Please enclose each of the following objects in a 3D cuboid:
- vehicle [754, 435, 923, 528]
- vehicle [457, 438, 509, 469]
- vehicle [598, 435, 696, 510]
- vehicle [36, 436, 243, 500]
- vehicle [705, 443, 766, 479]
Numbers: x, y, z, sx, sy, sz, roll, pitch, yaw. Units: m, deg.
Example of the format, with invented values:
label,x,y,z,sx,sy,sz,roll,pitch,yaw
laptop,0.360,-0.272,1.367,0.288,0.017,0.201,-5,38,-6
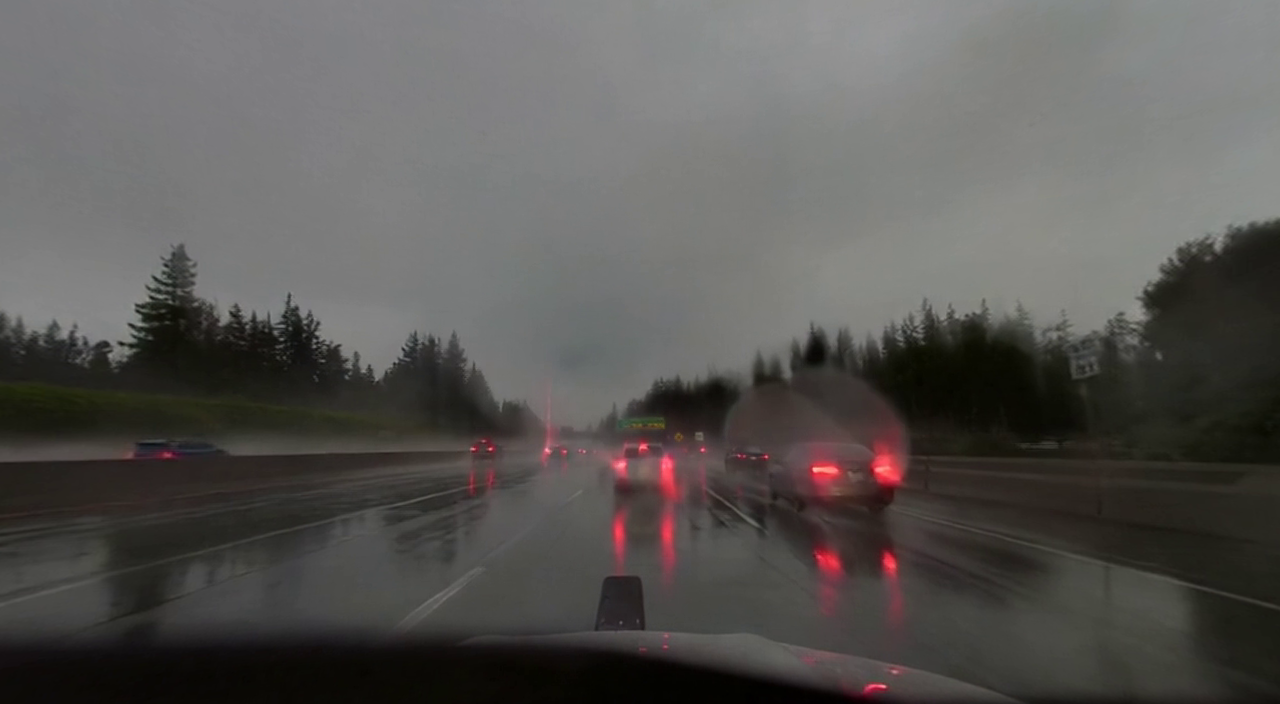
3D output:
label,x,y,z,sx,sy,sz,roll,pitch,yaw
vehicle,3.658,2.457,12.501,2.044,1.523,3.947,0,-9,0
vehicle,-9.936,6.460,40.263,1.978,1.821,4.975,0,-9,1
vehicle,0.160,2.817,15.149,2.044,1.554,3.824,0,-9,0
vehicle,-14.468,3.363,18.720,2.055,1.613,4.955,0,-9,0
vehicle,4.238,4.929,28.756,2.002,1.499,4.710,0,-9,-1
